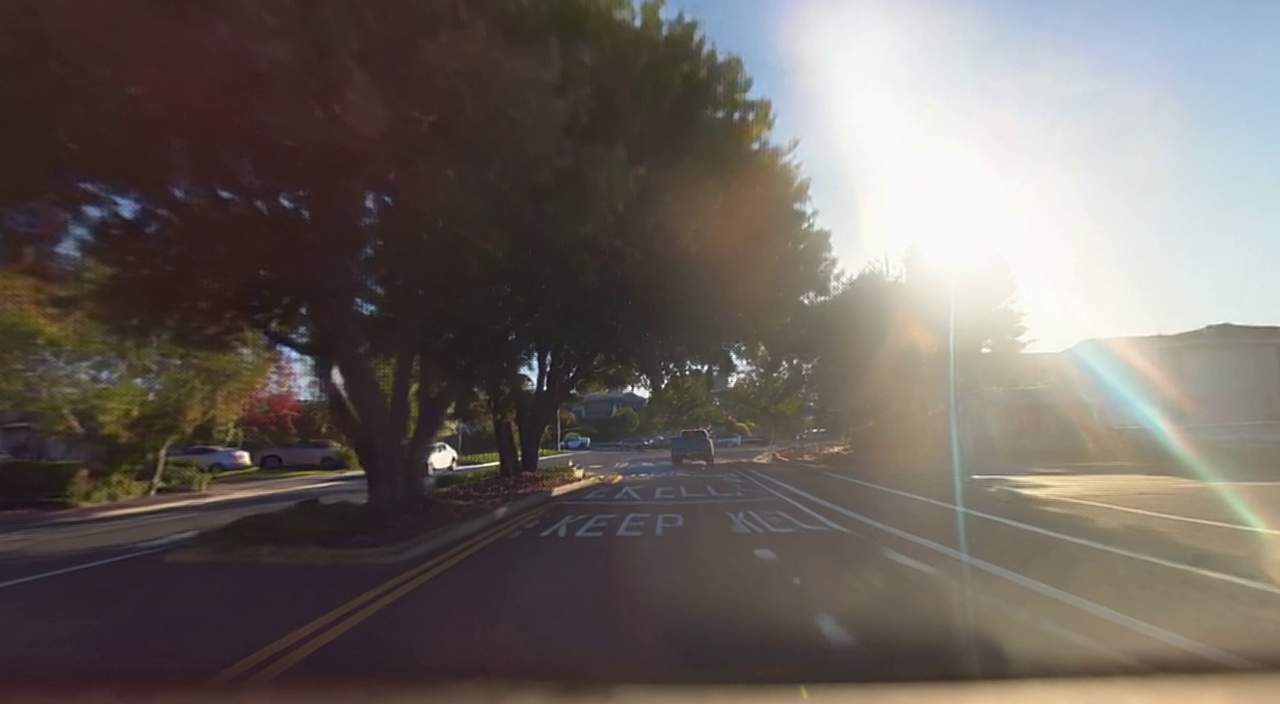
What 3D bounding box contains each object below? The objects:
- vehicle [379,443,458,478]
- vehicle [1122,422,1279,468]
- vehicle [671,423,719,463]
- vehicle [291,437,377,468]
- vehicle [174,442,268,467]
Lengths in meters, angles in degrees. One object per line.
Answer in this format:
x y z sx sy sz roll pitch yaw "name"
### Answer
-11.282 5.534 32.539 1.873 1.508 4.483 -3 -7 9 "vehicle"
19.433 3.185 21.612 4.155 1.456 2.034 -1 -8 2 "vehicle"
2.978 4.844 33.571 2.153 1.942 4.767 -2 -8 9 "vehicle"
-18.310 6.023 37.904 4.168 1.735 1.925 -1 -8 3 "vehicle"
-24.788 6.082 37.459 4.268 1.409 1.897 -1 -8 3 "vehicle"
